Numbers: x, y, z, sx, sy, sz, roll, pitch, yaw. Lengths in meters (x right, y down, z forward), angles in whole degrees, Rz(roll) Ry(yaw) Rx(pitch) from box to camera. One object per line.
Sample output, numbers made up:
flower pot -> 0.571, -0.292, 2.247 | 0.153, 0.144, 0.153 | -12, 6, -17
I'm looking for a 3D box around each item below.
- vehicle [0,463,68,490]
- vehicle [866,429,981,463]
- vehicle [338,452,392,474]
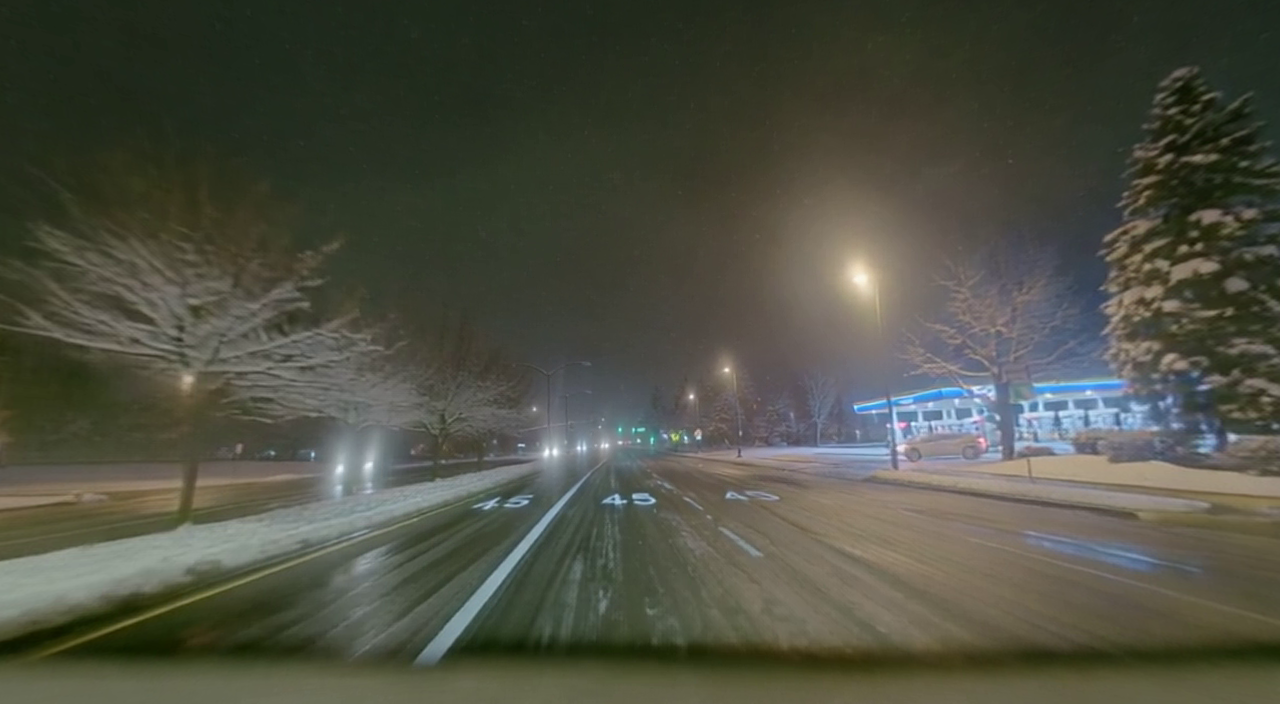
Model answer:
vehicle -> -39.288, 7.876, 39.934 | 1.828, 1.534, 4.790 | -2, -9, -2
vehicle -> 13.512, 4.516, 30.287 | 4.548, 1.568, 1.953 | 0, -9, -2
vehicle -> -20.071, 8.101, 46.330 | 1.927, 1.497, 4.393 | 0, -8, 1
